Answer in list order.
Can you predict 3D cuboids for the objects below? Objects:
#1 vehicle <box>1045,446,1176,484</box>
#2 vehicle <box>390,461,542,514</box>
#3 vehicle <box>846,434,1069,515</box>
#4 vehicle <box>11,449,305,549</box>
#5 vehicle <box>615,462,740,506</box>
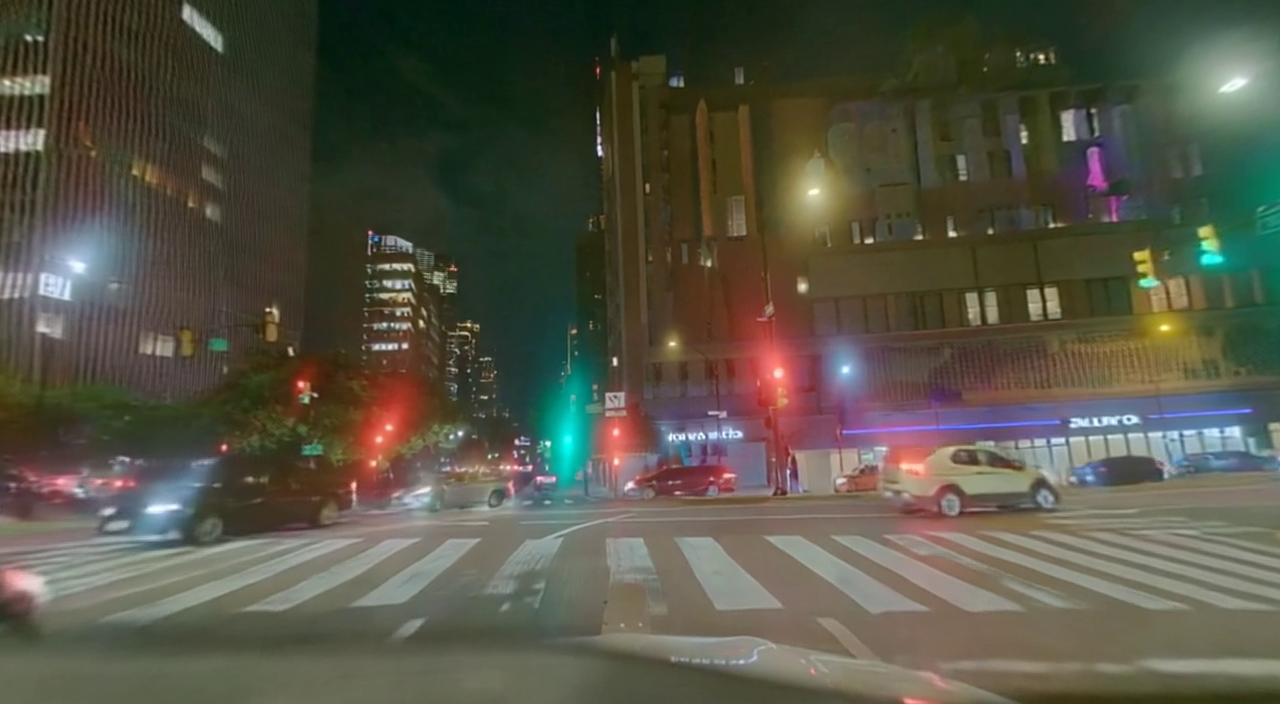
[{"bbox_3d":[20.928,5.013,28.190,4.291,1.606,1.859,0,-9,0],"label":"vehicle"},{"bbox_3d":[-5.920,4.631,21.995,1.891,1.502,4.766,-8,-12,43],"label":"vehicle"},{"bbox_3d":[8.054,3.000,16.022,5.072,1.746,2.328,4,-9,-25],"label":"vehicle"},{"bbox_3d":[-9.736,2.914,13.378,2.014,1.694,4.606,-2,-9,12],"label":"vehicle"},{"bbox_3d":[1.405,4.988,24.098,4.371,1.439,1.818,3,-9,-20],"label":"vehicle"}]
